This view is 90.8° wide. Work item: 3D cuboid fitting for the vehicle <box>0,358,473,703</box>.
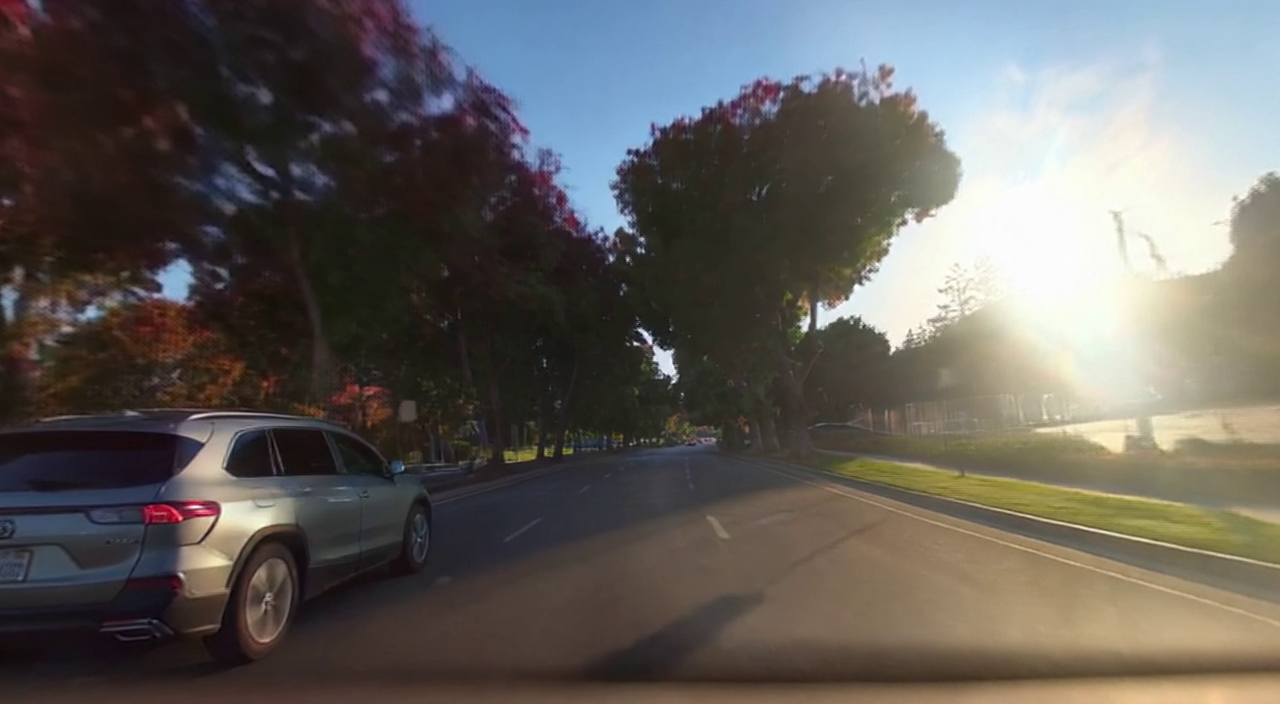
[{"bbox_3d":[-3.005,1.207,4.884,2.067,1.700,4.561,0,-8,2],"label":"vehicle"}]
